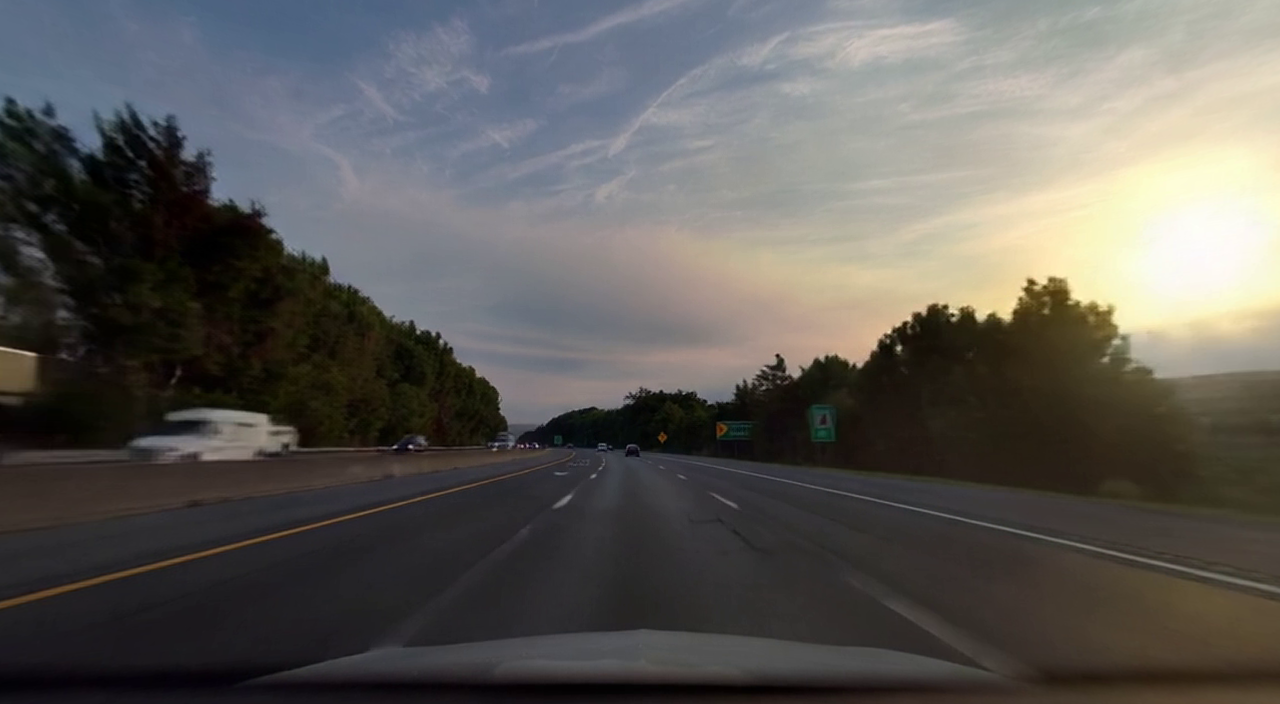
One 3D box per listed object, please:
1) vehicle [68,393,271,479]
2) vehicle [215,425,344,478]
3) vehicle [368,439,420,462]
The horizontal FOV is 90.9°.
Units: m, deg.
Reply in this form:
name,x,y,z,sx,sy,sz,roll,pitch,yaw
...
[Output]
name,x,y,z,sx,sy,sz,roll,pitch,yaw
vehicle,-16.247,3.042,22.478,2.459,2.630,6.223,0,-9,-1
vehicle,-12.121,3.389,21.560,2.012,1.641,4.081,0,-9,-1
vehicle,-17.257,6.950,44.476,2.046,1.473,4.380,0,-9,-2
